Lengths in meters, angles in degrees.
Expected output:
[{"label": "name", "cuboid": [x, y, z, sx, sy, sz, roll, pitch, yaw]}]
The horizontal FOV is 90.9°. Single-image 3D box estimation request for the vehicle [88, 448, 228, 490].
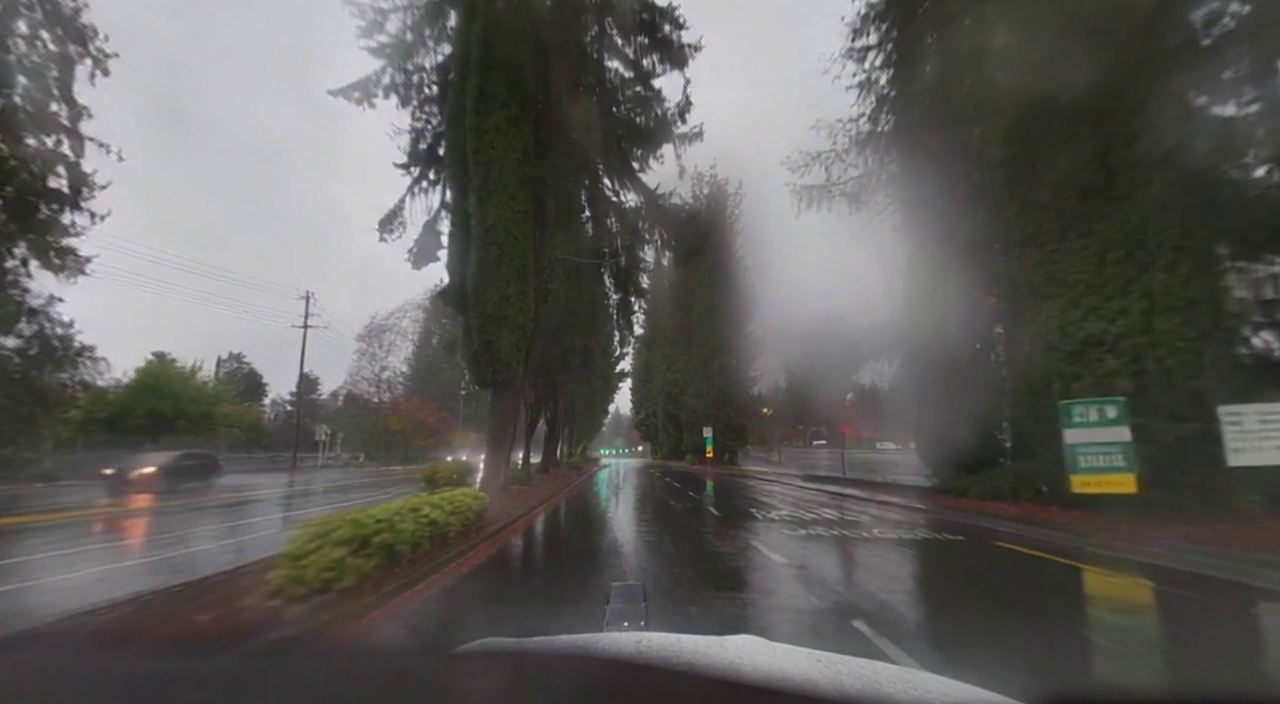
[{"label": "vehicle", "cuboid": [-19.656, 4.748, 26.039, 2.099, 1.504, 4.721, 0, -8, -1]}]
